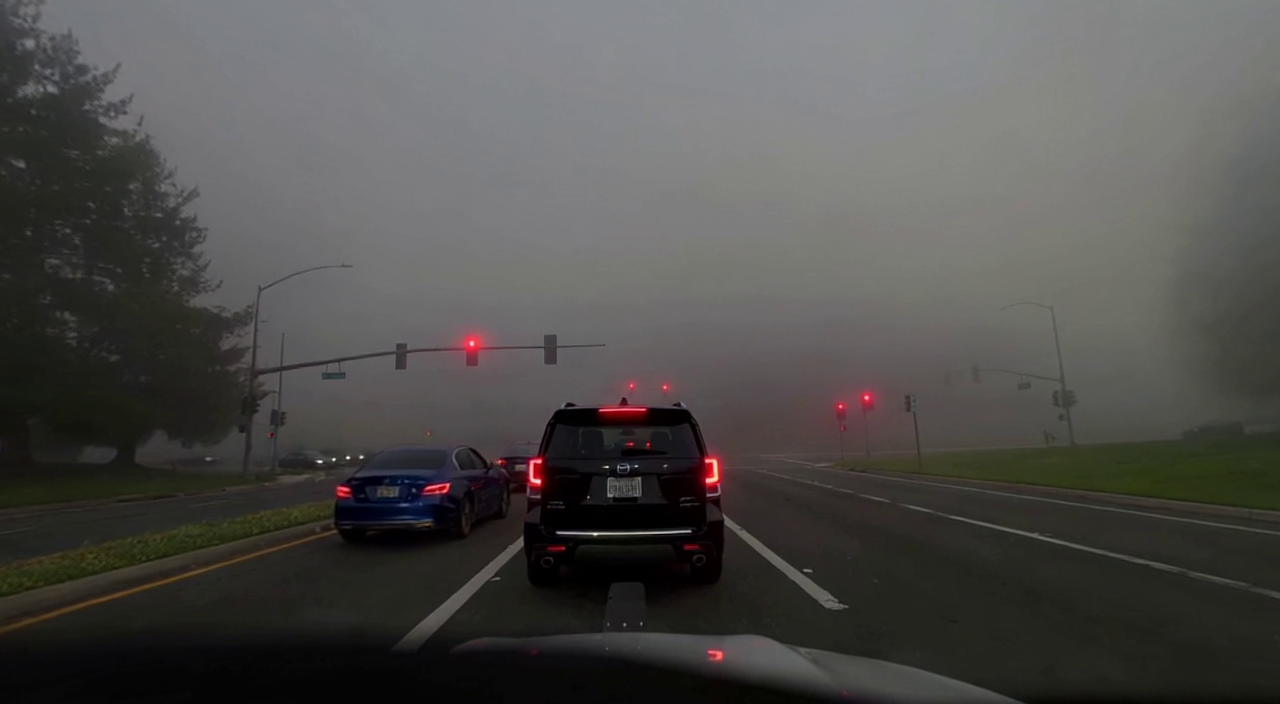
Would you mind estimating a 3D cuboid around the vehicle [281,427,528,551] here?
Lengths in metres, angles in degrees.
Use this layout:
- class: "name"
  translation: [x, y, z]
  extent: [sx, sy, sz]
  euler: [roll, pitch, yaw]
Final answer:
- class: "vehicle"
  translation: [-3.356, 2.067, 10.362]
  extent: [2.061, 1.504, 5.142]
  euler: [0, -8, 0]

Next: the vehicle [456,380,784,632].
- class: "vehicle"
  translation: [-0.162, 1.385, 6.598]
  extent: [2.298, 1.770, 4.138]
  euler: [0, -8, -1]
